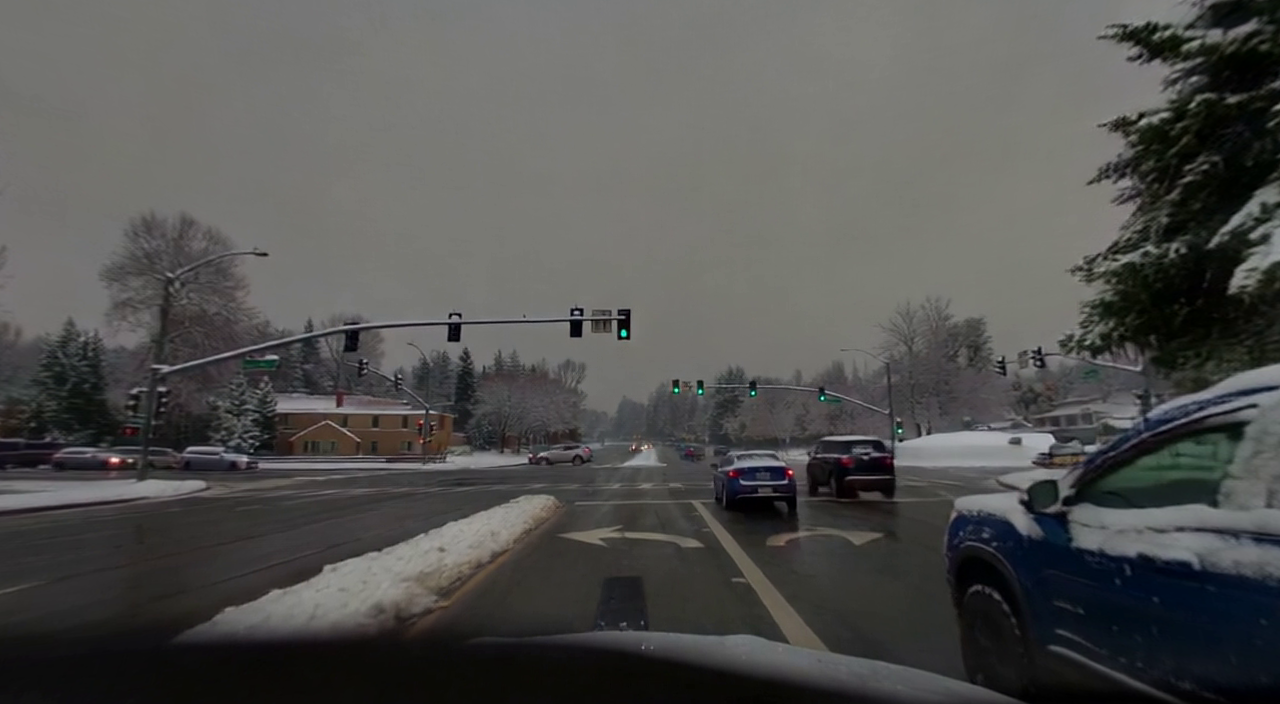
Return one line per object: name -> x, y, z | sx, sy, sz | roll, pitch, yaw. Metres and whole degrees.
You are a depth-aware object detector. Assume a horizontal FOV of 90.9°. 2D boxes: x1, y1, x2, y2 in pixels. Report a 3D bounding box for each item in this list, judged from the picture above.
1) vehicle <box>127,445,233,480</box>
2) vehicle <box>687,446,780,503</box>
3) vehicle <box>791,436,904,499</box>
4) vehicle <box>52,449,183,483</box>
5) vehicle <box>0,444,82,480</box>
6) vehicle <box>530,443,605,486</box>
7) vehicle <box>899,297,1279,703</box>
vehicle -> -27.723, 6.647, 38.097 | 4.689, 1.734, 2.034 | 3, -8, -1
vehicle -> 2.664, 3.604, 19.074 | 2.009, 1.480, 4.423 | 0, -8, -2
vehicle -> 6.673, 3.744, 20.936 | 2.105, 1.830, 4.610 | 0, -8, -1
vehicle -> -26.258, 5.734, 31.783 | 4.724, 1.630, 1.968 | 0, -8, -2
vehicle -> -36.815, 6.563, 37.648 | 4.771, 1.778, 2.032 | 3, -8, -2
vehicle -> -3.293, 4.947, 28.118 | 2.099, 1.705, 4.020 | 4, -9, -25
vehicle -> 2.827, 0.741, 1.851 | 2.115, 1.737, 4.642 | 0, -8, 0
